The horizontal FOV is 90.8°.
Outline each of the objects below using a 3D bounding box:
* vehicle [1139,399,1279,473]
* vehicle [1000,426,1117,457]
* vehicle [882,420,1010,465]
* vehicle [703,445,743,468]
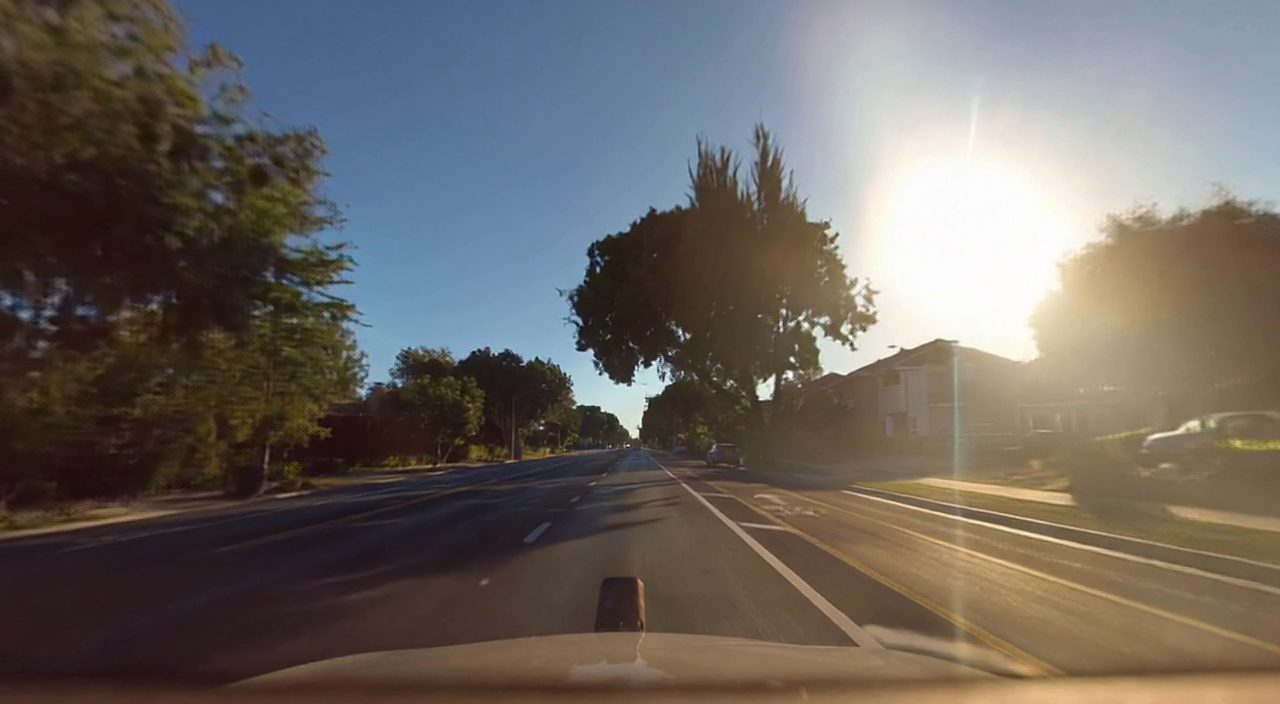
[{"bbox_3d":[15.137,2.122,15.604,1.908,1.610,4.582,0,-9,2],"label":"vehicle"},{"bbox_3d":[21.016,4.522,31.844,4.479,1.474,1.907,0,-8,-1],"label":"vehicle"},{"bbox_3d":[15.193,4.557,31.603,5.136,1.795,2.244,-4,-9,-3],"label":"vehicle"},{"bbox_3d":[5.259,6.706,40.769,1.984,1.418,4.709,0,-9,1],"label":"vehicle"}]
